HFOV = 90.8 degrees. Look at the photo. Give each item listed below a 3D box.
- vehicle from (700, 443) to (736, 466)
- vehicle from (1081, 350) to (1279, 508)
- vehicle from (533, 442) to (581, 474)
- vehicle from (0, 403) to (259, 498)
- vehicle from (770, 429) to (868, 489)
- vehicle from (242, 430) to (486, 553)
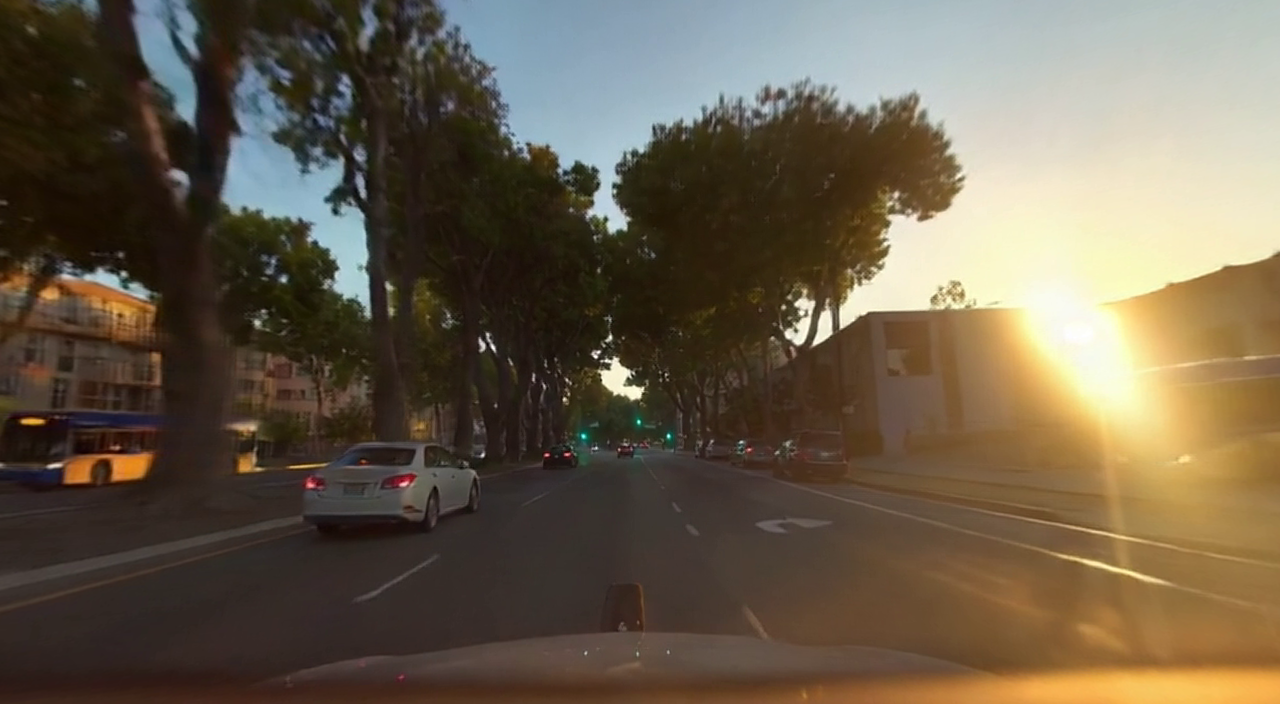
[{"bbox_3d":[5.564,7.368,45.583,1.886,1.530,4.636,0,-8,-2],"label":"vehicle"},{"bbox_3d":[14.883,1.393,14.047,7.722,2.908,3.067,-5,-7,-3],"label":"vehicle"},{"bbox_3d":[-4.265,5.524,33.228,1.934,1.522,4.287,0,-8,0],"label":"vehicle"},{"bbox_3d":[-22.262,4.344,28.492,3.231,3.391,10.828,0,-8,1],"label":"vehicle"},{"bbox_3d":[5.939,3.583,21.522,1.945,1.829,4.305,0,-8,-2],"label":"vehicle"},{"bbox_3d":[-4.038,2.089,10.261,1.995,1.524,4.438,0,-8,-1],"label":"vehicle"}]
